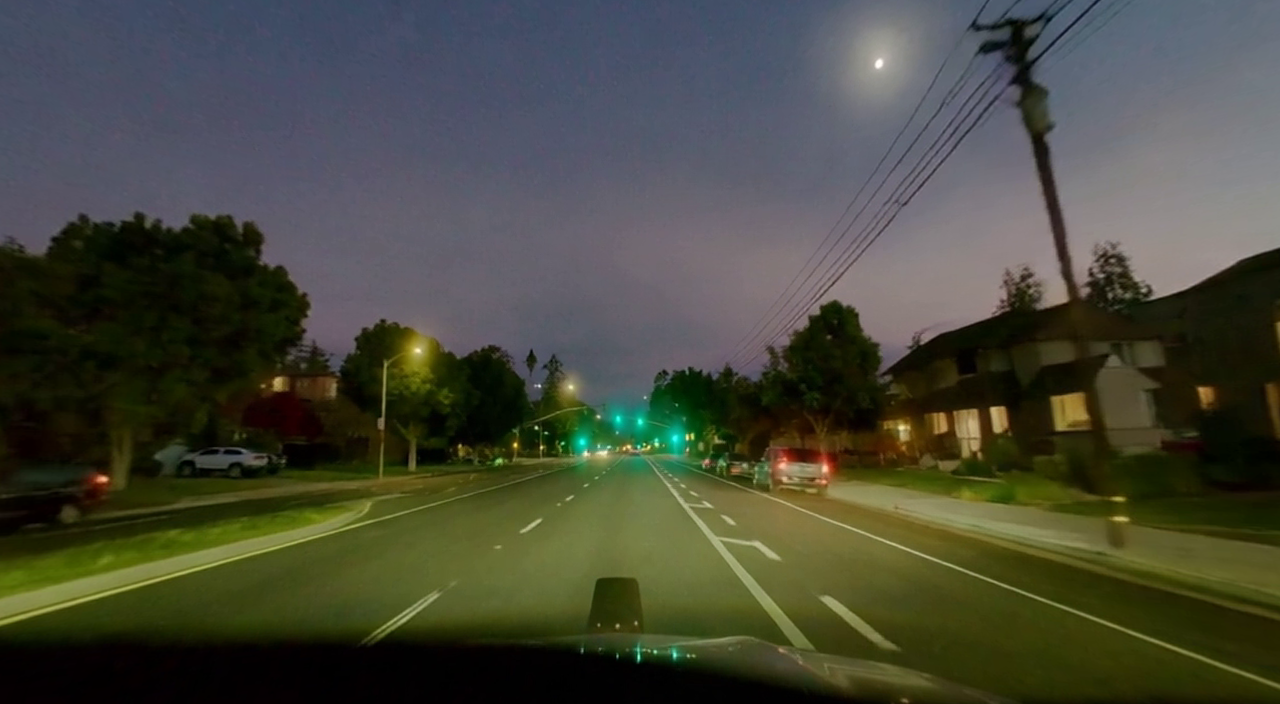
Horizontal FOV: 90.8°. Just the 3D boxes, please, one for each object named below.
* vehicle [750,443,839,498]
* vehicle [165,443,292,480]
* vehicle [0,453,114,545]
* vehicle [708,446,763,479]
[{"bbox_3d":[4.750,3.673,19.938,1.875,1.540,3.402,0,-8,-1],"label":"vehicle"},{"bbox_3d":[-20.993,5.593,32.417,4.931,1.801,2.142,0,-9,-1],"label":"vehicle"},{"bbox_3d":[-12.293,2.718,11.436,1.939,1.537,4.197,-3,-7,0],"label":"vehicle"},{"bbox_3d":[4.650,5.433,31.391,2.065,1.463,4.814,0,-8,1],"label":"vehicle"}]
